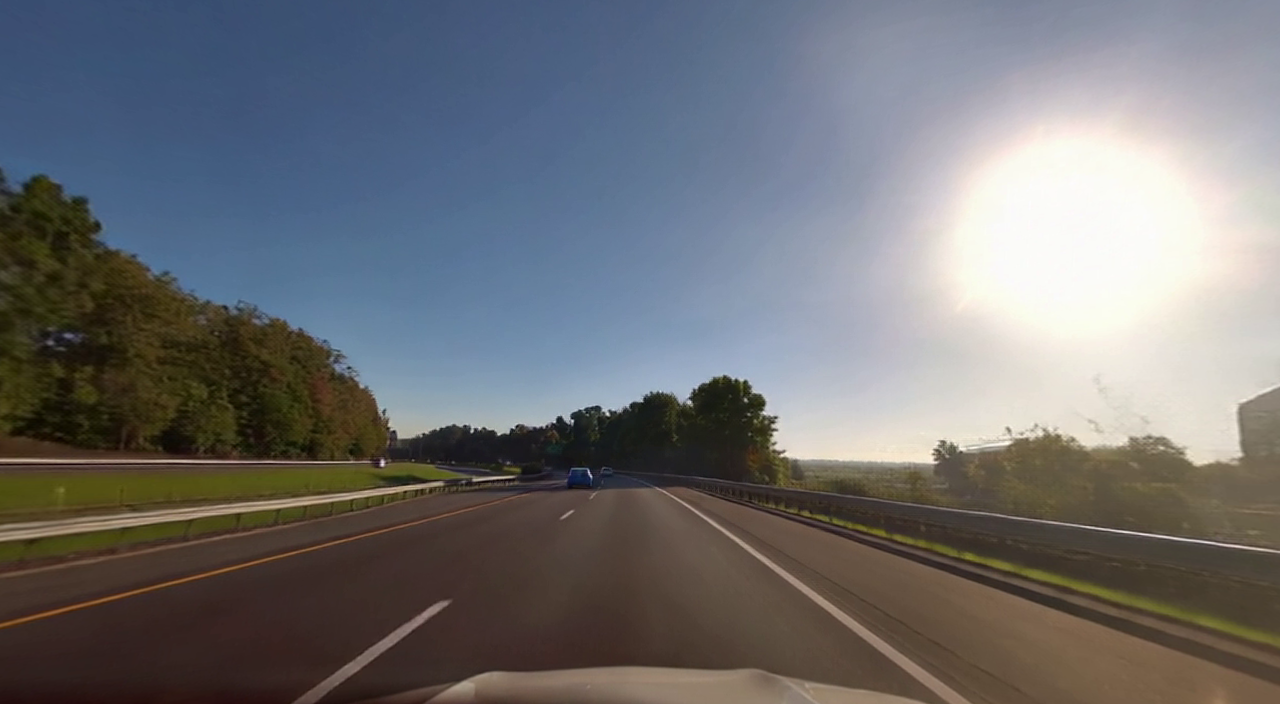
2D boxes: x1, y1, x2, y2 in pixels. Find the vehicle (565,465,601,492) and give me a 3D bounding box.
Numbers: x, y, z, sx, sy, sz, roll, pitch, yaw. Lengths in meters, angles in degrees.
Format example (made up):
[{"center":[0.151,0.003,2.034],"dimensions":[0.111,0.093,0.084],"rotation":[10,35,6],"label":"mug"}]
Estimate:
[{"center":[-3.567,7.992,39.969],"dimensions":[1.967,1.556,4.364],"rotation":[1,-10,-2],"label":"vehicle"}]
